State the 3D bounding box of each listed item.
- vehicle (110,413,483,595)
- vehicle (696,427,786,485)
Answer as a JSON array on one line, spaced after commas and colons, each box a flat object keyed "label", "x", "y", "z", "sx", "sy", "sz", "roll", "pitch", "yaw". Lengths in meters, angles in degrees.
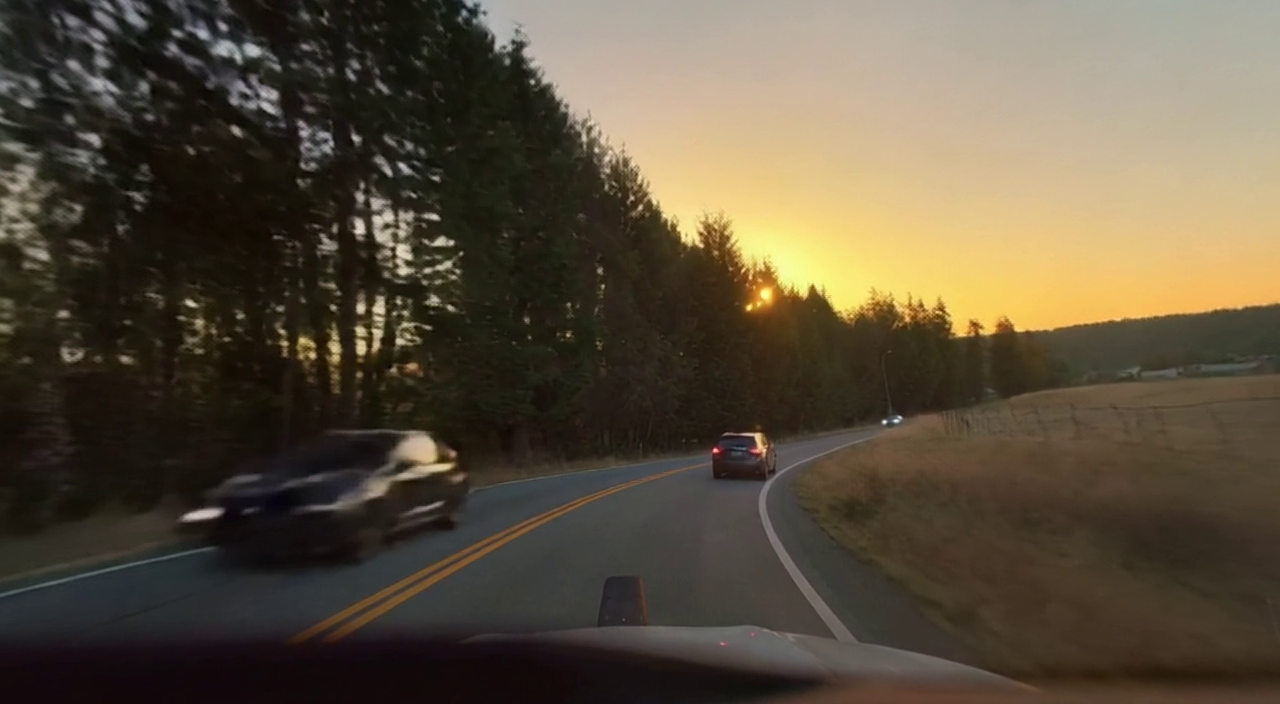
[{"label": "vehicle", "x": -3.779, "y": 1.723, "z": 8.053, "sx": 2.032, "sy": 1.654, "sz": 4.204, "roll": -1, "pitch": -8, "yaw": 7}, {"label": "vehicle", "x": 3.286, "y": 3.213, "z": 19.766, "sx": 2.274, "sy": 1.583, "sz": 4.349, "roll": -2, "pitch": -9, "yaw": 15}]
